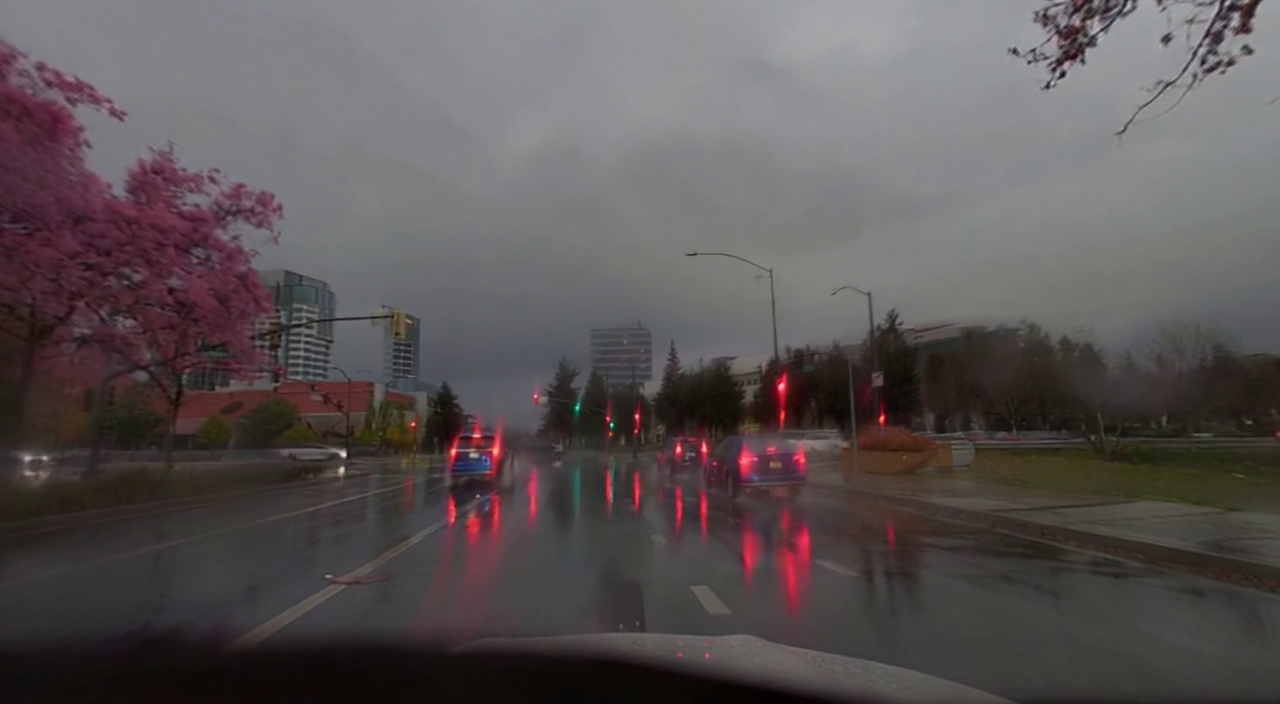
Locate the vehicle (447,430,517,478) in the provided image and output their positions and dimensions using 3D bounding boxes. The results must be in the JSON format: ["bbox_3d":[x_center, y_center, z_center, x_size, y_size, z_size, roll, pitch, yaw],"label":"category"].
[{"bbox_3d":[-6.202,4.051,25.271,1.995,1.703,4.367,0,-9,-5],"label":"vehicle"}]

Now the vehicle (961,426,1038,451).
[{"bbox_3d":[26.491,6.377,46.628,4.567,1.810,1.880,1,-9,-6],"label":"vehicle"}]

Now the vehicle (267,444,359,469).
[{"bbox_3d":[-20.050,6.391,38.908,4.526,1.452,1.920,1,-8,-5],"label":"vehicle"}]

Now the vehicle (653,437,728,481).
[{"bbox_3d":[1.741,3.883,23.212,2.007,1.466,4.291,1,-9,-6],"label":"vehicle"}]

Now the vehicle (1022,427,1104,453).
[{"bbox_3d":[27.352,5.712,40.904,4.089,1.588,1.808,0,-9,-5],"label":"vehicle"}]

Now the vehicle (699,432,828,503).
[{"bbox_3d":[2.904,2.839,15.972,2.019,1.518,4.285,1,-9,-5],"label":"vehicle"}]

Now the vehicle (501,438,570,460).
[{"bbox_3d":[-7.171,6.697,43.573,4.549,1.439,1.794,0,-9,-5],"label":"vehicle"}]
